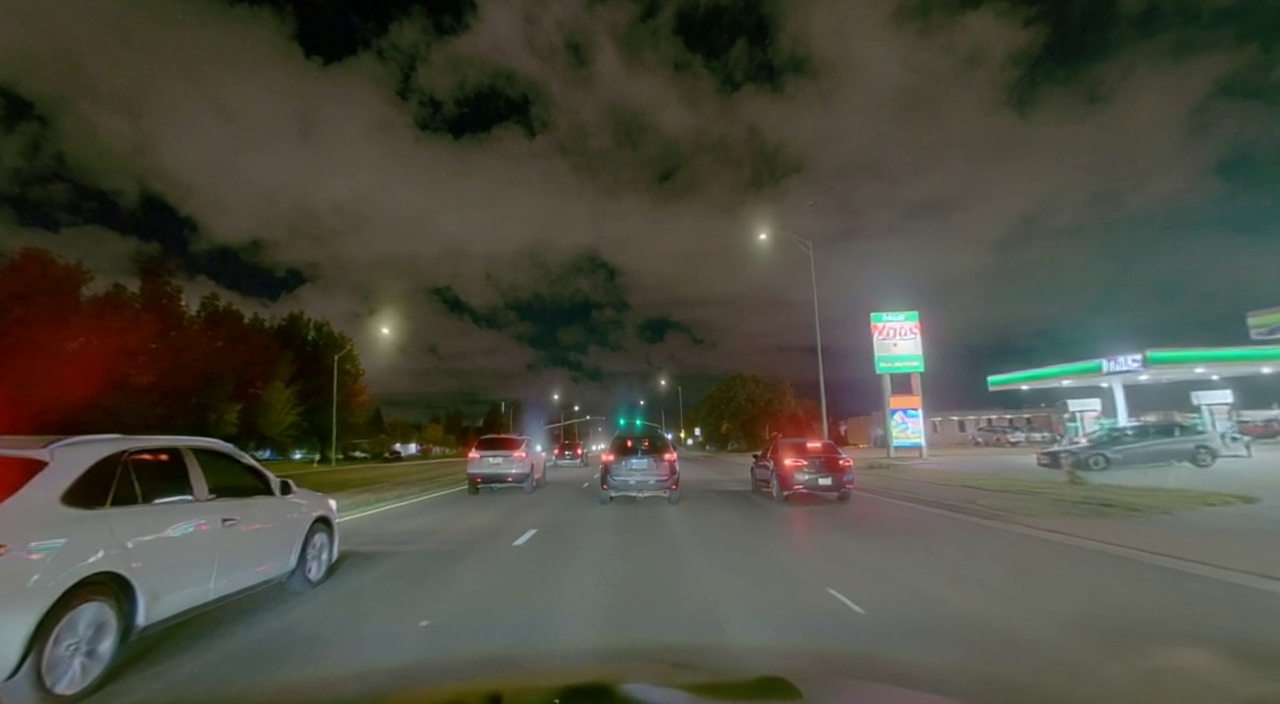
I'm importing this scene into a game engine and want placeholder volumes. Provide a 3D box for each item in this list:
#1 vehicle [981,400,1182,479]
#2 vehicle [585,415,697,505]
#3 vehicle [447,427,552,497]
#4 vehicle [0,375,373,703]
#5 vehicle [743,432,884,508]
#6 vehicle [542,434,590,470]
[{"bbox_3d":[11.938,2.452,17.630,2.102,1.887,4.673,0,-8,-1],"label":"vehicle"},{"bbox_3d":[0.008,2.516,15.074,2.279,1.803,4.254,0,-8,0],"label":"vehicle"},{"bbox_3d":[-3.747,2.993,17.603,1.932,1.695,4.150,0,-8,1],"label":"vehicle"},{"bbox_3d":[-3.606,1.131,4.251,1.864,1.574,4.031,0,-8,-1],"label":"vehicle"},{"bbox_3d":[3.781,2.650,14.741,1.888,1.456,4.589,0,-8,-1],"label":"vehicle"},{"bbox_3d":[-3.588,4.939,31.334,1.871,1.673,3.920,0,-8,1],"label":"vehicle"}]
